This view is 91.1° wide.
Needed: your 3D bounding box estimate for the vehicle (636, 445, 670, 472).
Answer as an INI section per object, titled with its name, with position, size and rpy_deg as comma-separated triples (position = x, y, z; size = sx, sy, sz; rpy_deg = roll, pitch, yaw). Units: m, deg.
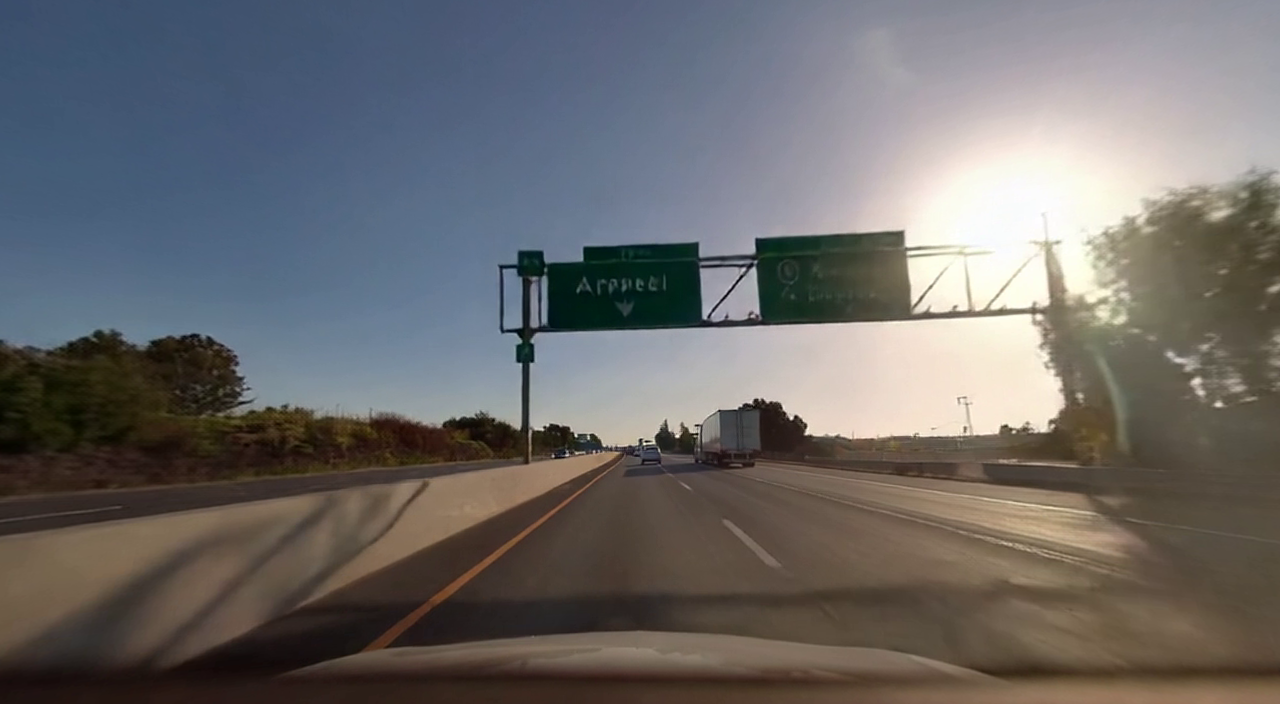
[vehicle]
position = 0.789, 6.609, 39.137
size = 2.024, 1.579, 3.707
rpy_deg = 0, -9, 0
